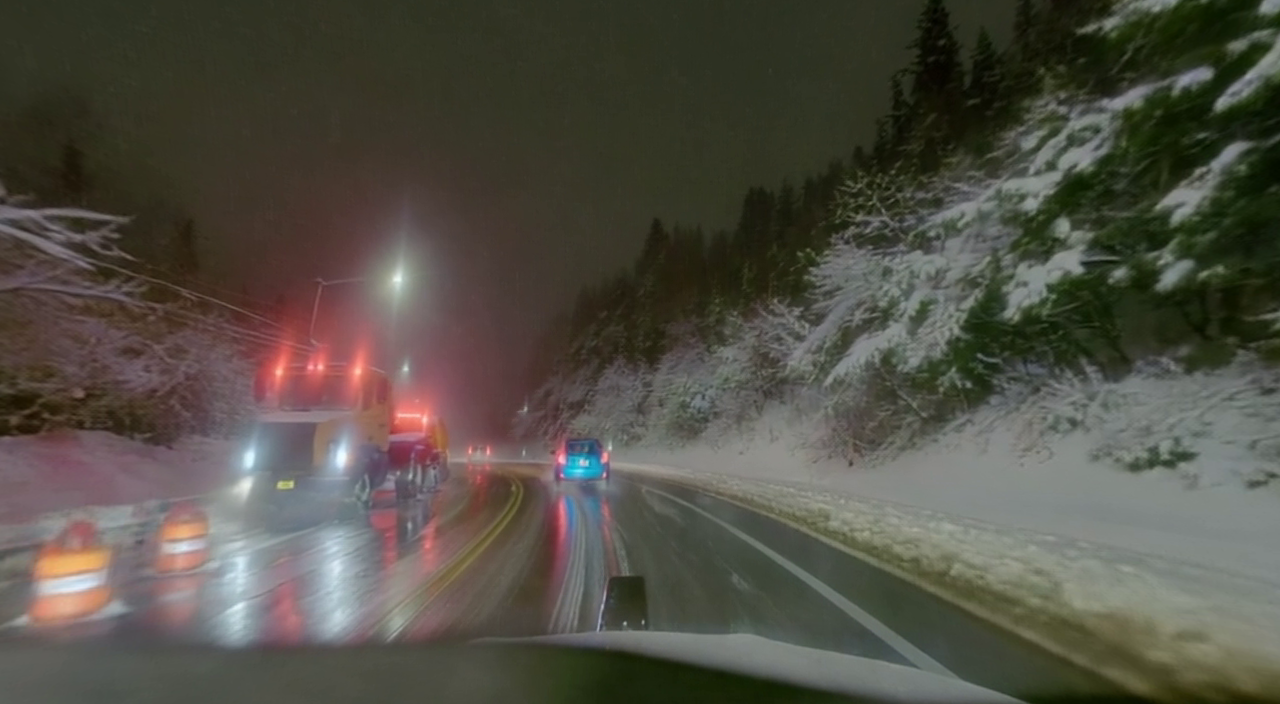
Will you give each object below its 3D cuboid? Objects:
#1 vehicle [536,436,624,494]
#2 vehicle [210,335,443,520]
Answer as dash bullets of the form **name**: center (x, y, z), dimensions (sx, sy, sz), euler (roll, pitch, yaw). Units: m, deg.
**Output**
- **vehicle**: center (-1.899, 3.294, 18.705), dimensions (2.259, 1.503, 4.075), euler (2, -9, -10)
- **vehicle**: center (-6.150, 1.643, 13.362), dimensions (2.364, 3.191, 4.942), euler (0, -9, -2)
